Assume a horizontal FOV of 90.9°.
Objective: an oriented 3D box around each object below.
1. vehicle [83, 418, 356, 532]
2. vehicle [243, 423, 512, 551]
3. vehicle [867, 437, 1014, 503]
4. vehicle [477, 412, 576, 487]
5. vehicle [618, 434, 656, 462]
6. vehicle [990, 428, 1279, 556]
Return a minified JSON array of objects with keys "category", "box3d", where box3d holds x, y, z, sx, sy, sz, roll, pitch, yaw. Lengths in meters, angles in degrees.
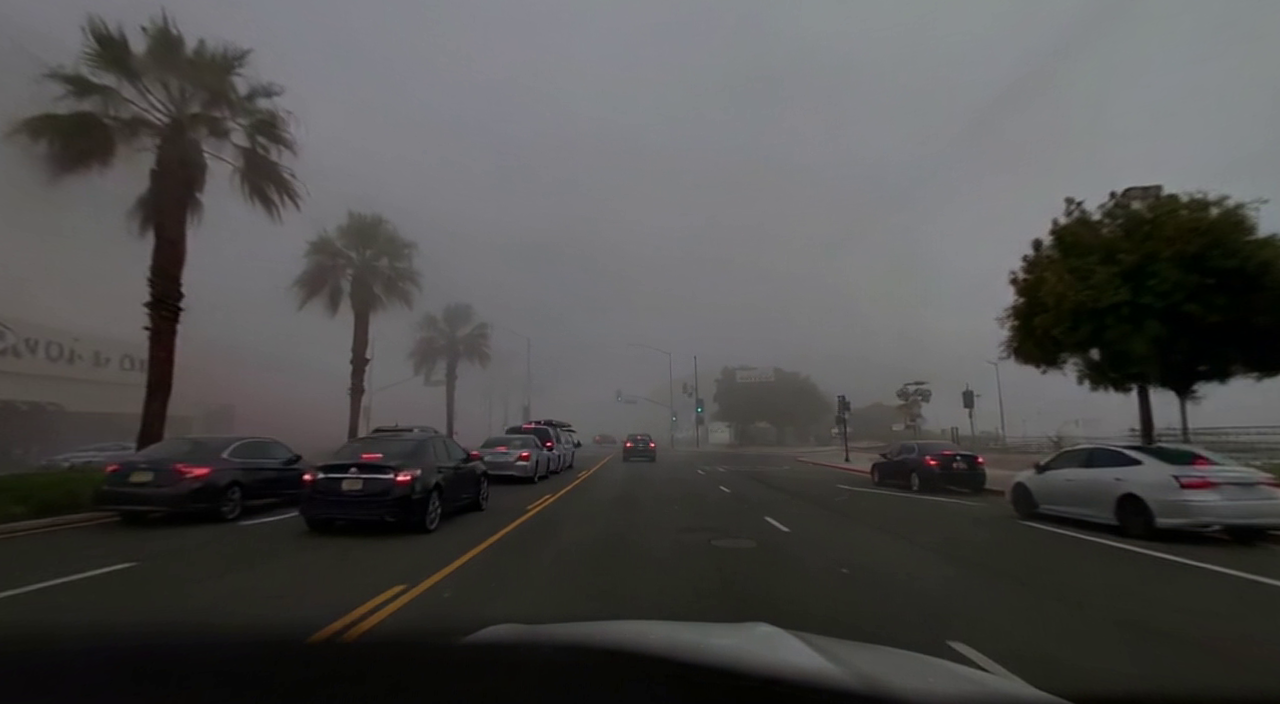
[{"category":"vehicle","box3d":[-6.663,1.984,10.680,1.668,1.525,4.168,0,-9,1]},{"category":"vehicle","box3d":[-3.537,1.919,9.698,2.044,1.462,4.624,0,-9,2]},{"category":"vehicle","box3d":[7.744,3.060,16.775,1.888,1.496,4.294,0,-9,2]},{"category":"vehicle","box3d":[-3.333,2.999,19.513,2.158,2.040,4.511,0,-9,0]},{"category":"vehicle","box3d":[-0.146,5.571,36.468,2.092,1.497,4.446,0,-9,0]},{"category":"vehicle","box3d":[7.774,2.049,9.964,1.985,1.549,4.404,0,-9,1]}]
